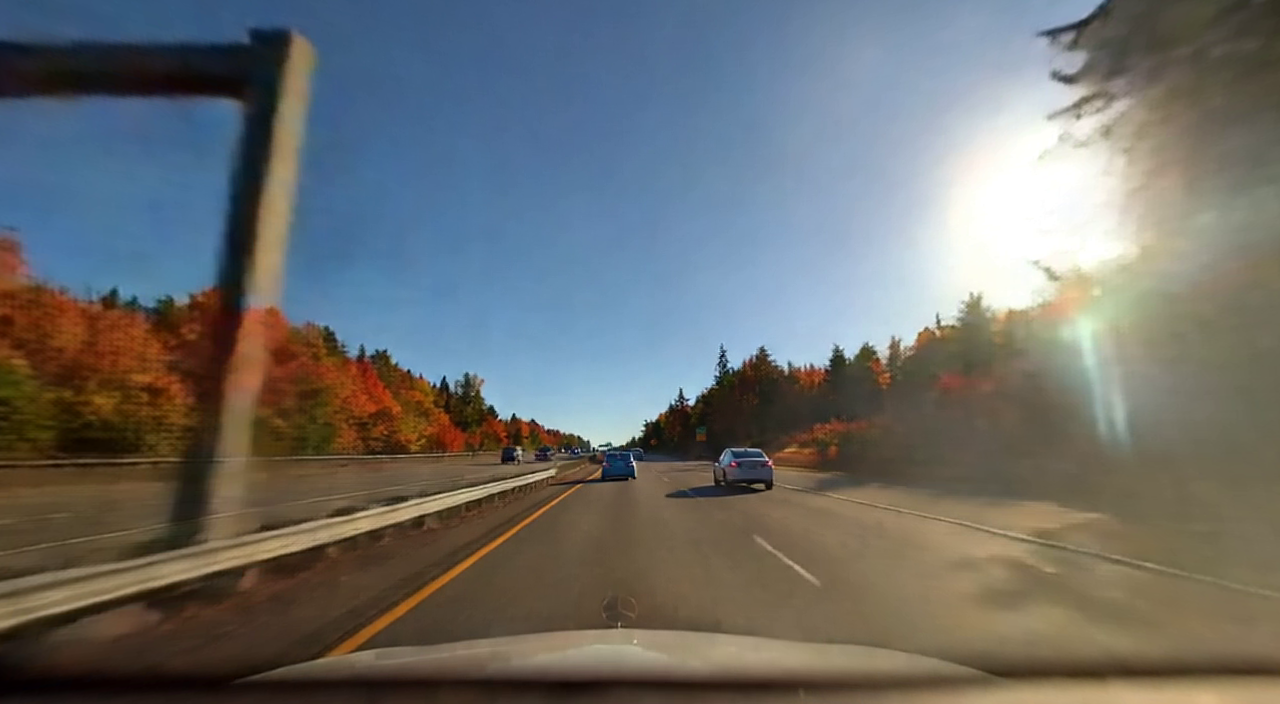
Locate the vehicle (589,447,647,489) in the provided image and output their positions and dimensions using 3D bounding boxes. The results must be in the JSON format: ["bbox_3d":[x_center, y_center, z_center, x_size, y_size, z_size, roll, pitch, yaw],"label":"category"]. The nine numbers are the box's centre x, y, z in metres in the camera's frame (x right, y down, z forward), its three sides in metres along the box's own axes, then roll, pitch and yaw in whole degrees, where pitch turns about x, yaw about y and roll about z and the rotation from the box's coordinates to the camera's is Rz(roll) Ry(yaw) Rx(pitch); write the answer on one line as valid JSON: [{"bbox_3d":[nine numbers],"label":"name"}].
[{"bbox_3d":[-0.844,4.616,25.253,2.128,1.516,4.410,0,-9,-1],"label":"vehicle"}]

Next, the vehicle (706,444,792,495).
[{"bbox_3d":[3.723,4.110,22.288,2.300,1.595,4.144,-1,-9,0],"label":"vehicle"}]
